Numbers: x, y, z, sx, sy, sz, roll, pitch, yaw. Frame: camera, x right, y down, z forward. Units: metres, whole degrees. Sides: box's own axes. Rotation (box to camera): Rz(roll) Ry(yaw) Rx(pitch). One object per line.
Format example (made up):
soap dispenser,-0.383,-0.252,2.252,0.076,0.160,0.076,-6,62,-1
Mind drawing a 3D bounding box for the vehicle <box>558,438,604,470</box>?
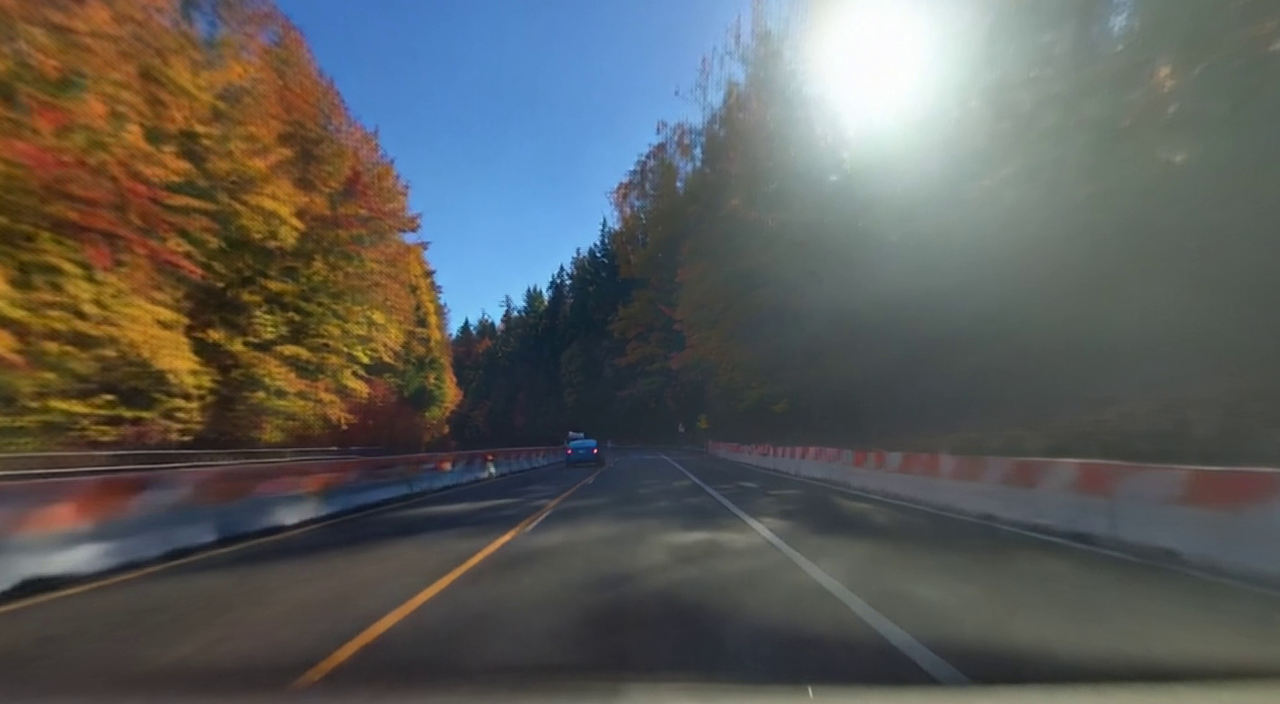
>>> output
vehicle,-2.901,5.141,31.897,1.902,1.505,4.016,0,-8,0
